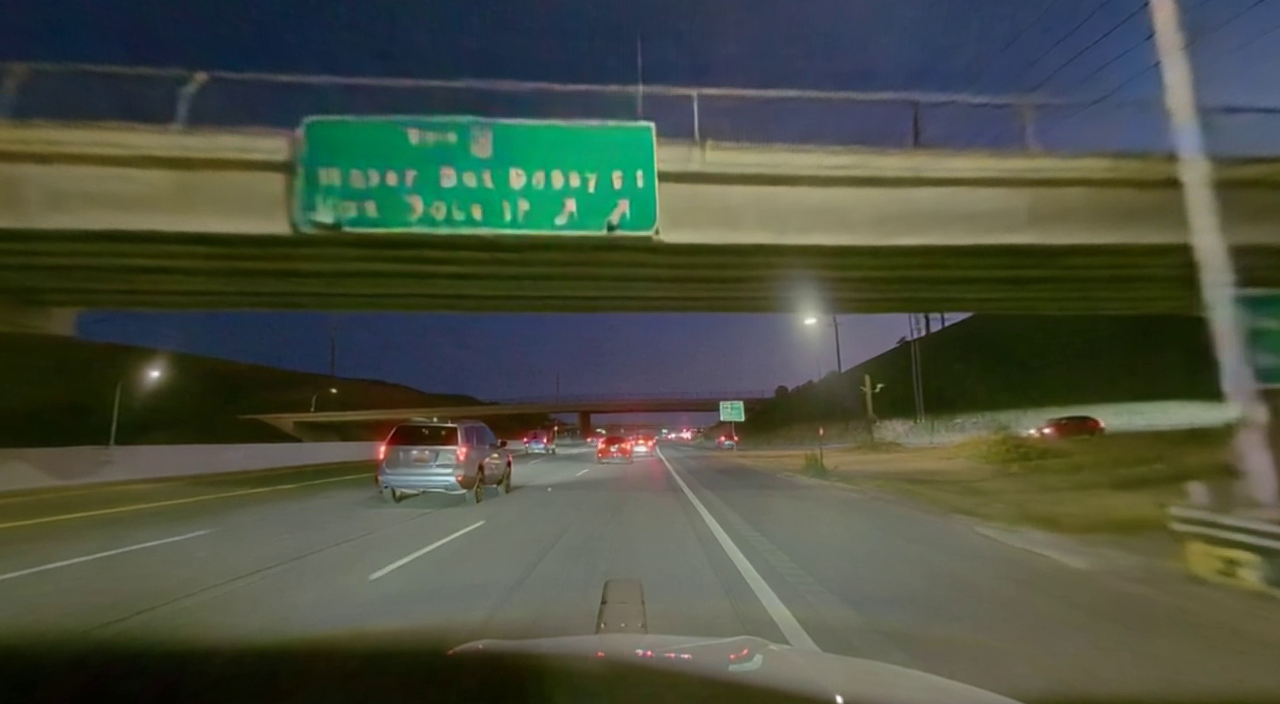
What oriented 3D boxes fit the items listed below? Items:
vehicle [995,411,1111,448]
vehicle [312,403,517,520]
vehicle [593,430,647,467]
[{"bbox_3d":[31.060,5.923,47.554,6.876,2.571,2.571,-7,-11,39],"label":"vehicle"},{"bbox_3d":[-4.081,2.109,12.536,2.228,1.845,4.847,0,-8,1],"label":"vehicle"},{"bbox_3d":[-0.891,4.638,30.361,2.193,1.651,3.946,-1,-8,4],"label":"vehicle"}]
